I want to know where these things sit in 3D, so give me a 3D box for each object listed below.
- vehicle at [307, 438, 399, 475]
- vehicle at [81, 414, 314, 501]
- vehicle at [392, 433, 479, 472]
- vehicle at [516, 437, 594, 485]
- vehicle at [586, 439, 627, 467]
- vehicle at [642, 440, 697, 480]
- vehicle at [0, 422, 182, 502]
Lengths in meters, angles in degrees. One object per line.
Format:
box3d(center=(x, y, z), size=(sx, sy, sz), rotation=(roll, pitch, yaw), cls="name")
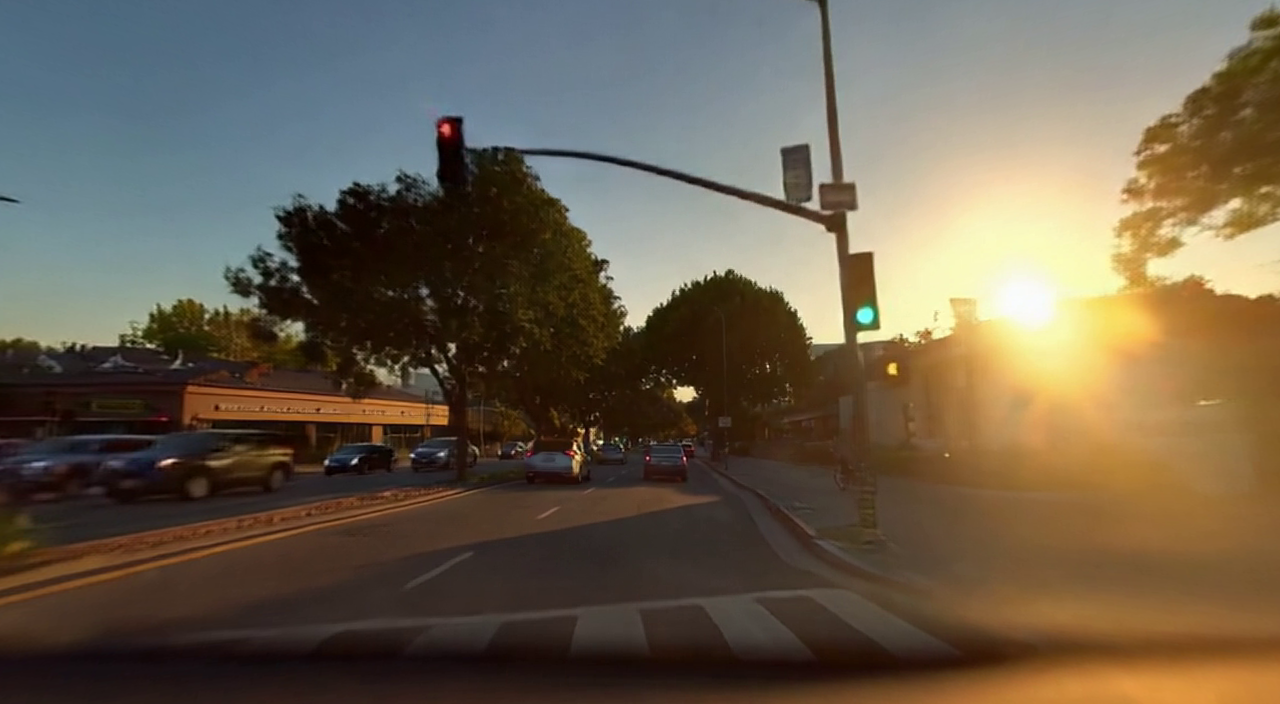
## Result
box3d(center=(-13.017, 4.751, 28.981), size=(1.864, 1.560, 4.317), rotation=(0, -9, 5), cls="vehicle")
box3d(center=(-10.950, 2.658, 16.261), size=(2.221, 1.856, 4.847), rotation=(0, -9, 4), cls="vehicle")
box3d(center=(-9.487, 4.710, 29.781), size=(2.175, 1.684, 4.475), rotation=(-1, -9, 6), cls="vehicle")
box3d(center=(-2.814, 3.721, 21.932), size=(1.921, 1.477, 4.083), rotation=(0, -9, 3), cls="vehicle")
box3d(center=(-1.884, 5.889, 36.911), size=(1.887, 1.517, 4.254), rotation=(0, -9, 4), cls="vehicle")
box3d(center=(1.184, 4.420, 26.082), size=(2.085, 1.475, 3.976), rotation=(0, -9, 1), cls="vehicle")
box3d(center=(-14.581, 2.767, 16.268), size=(1.961, 1.731, 4.450), rotation=(0, -9, 4), cls="vehicle")
